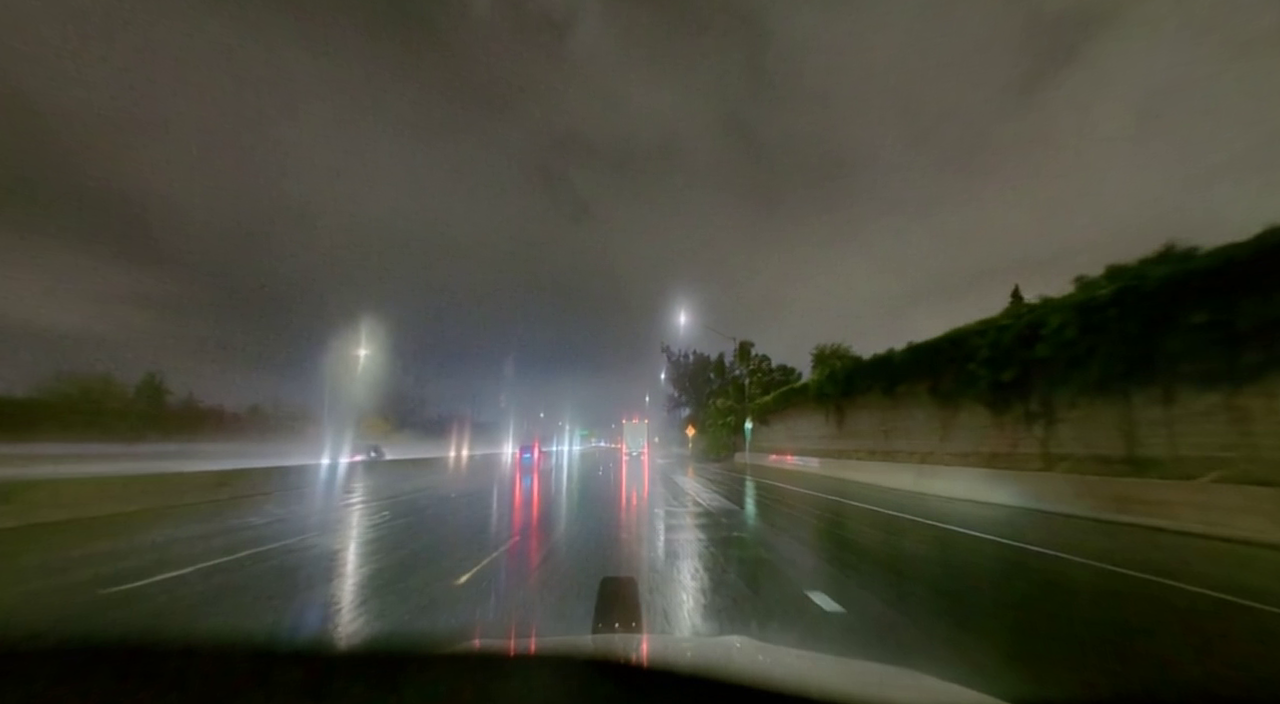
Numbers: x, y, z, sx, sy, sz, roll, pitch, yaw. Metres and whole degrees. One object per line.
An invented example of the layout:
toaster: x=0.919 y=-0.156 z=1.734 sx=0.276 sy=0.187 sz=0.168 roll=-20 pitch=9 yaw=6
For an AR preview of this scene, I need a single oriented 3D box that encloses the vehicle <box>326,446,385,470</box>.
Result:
vehicle: x=-19.795 y=7.362 z=44.233 sx=1.988 sy=1.574 sz=4.685 roll=0 pitch=-8 yaw=0
